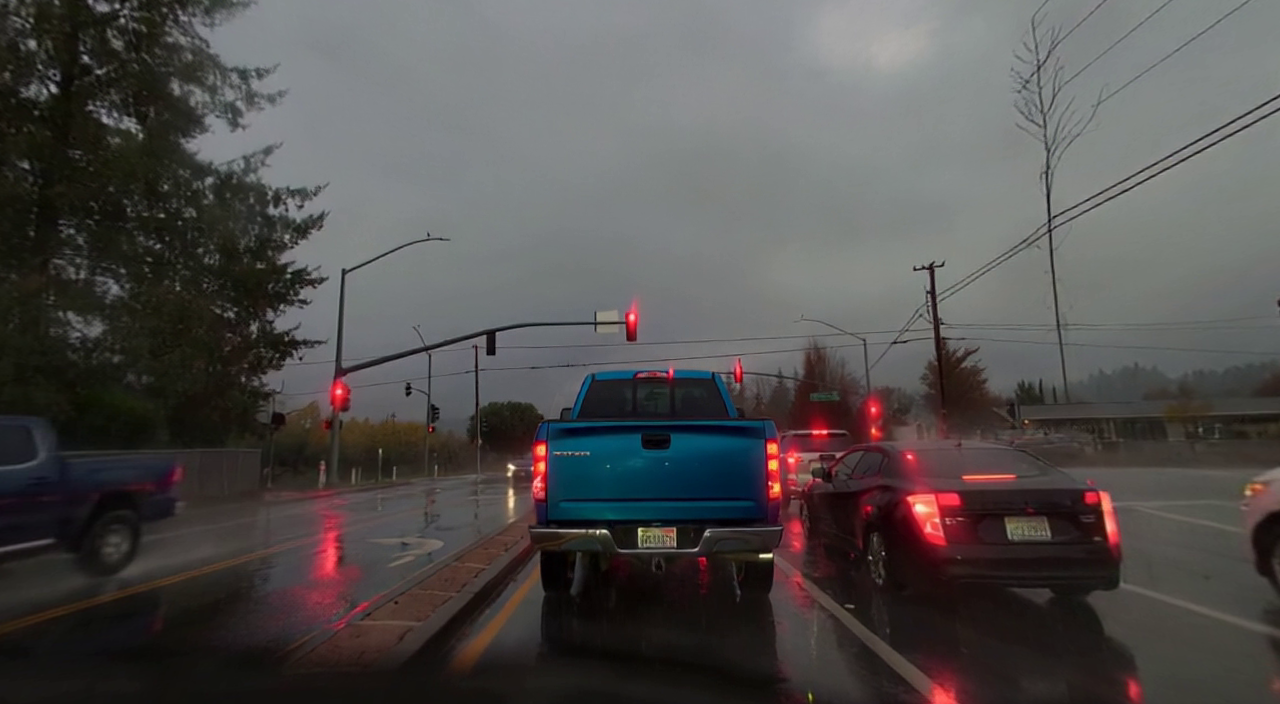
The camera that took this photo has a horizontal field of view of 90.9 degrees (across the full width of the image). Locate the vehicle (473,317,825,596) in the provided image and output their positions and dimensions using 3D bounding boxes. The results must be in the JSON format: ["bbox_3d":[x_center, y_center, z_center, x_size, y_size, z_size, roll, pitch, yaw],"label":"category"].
[{"bbox_3d":[0.079,1.280,8.271,2.831,2.284,6.149,0,-8,0],"label":"vehicle"}]

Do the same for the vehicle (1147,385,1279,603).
[{"bbox_3d":[6.118,1.000,4.095,1.982,1.727,4.352,0,-8,0],"label":"vehicle"}]

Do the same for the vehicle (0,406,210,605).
[{"bbox_3d":[-7.634,1.583,6.611,2.455,1.971,5.329,0,-8,0],"label":"vehicle"}]

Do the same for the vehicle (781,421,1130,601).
[{"bbox_3d":[3.105,1.639,7.379,1.993,1.495,4.060,0,-8,0],"label":"vehicle"}]
